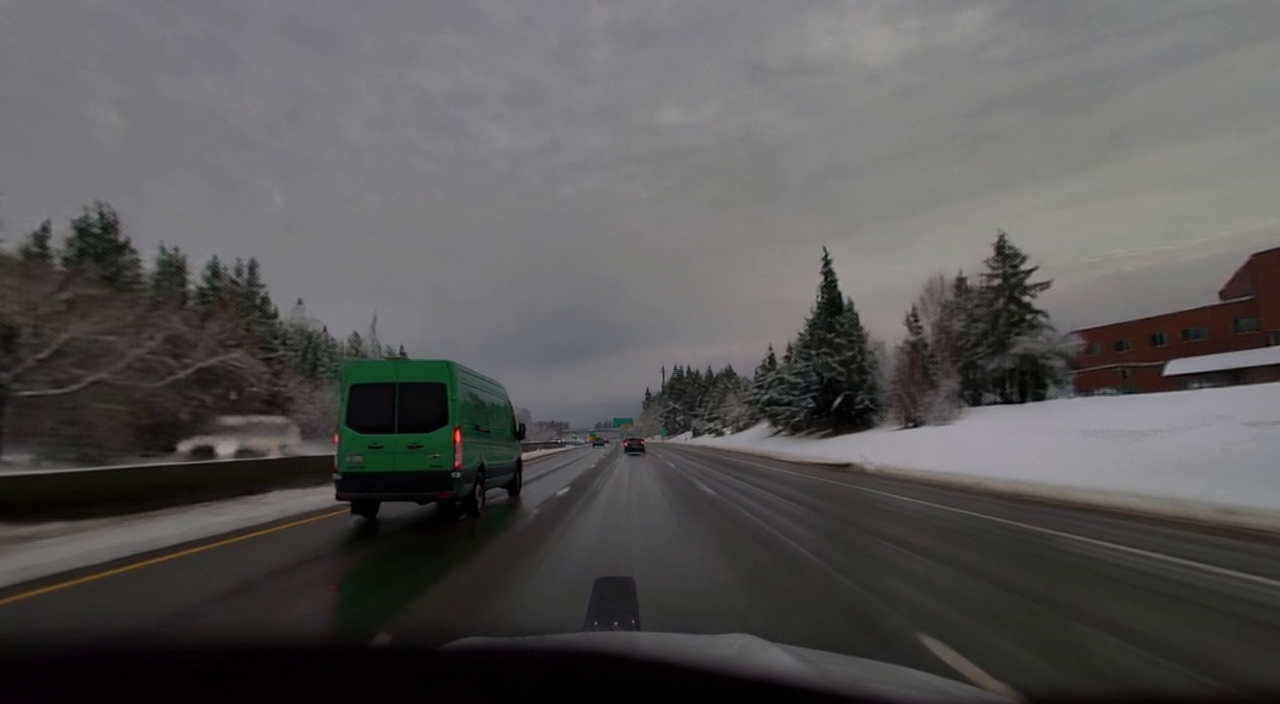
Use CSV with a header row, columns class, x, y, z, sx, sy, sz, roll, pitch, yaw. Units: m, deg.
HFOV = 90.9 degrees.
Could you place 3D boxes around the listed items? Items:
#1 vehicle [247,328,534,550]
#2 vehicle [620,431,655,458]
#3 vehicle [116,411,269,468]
class,x,y,z,sx,sy,sz,roll,pitch,yaw
vehicle,-3.365,1.386,10.287,2.424,2.577,5.828,0,-8,-2
vehicle,-0.180,5.862,40.125,2.104,1.646,4.176,0,-8,-1
vehicle,-12.916,2.556,18.496,1.740,1.494,3.766,0,-8,-1
